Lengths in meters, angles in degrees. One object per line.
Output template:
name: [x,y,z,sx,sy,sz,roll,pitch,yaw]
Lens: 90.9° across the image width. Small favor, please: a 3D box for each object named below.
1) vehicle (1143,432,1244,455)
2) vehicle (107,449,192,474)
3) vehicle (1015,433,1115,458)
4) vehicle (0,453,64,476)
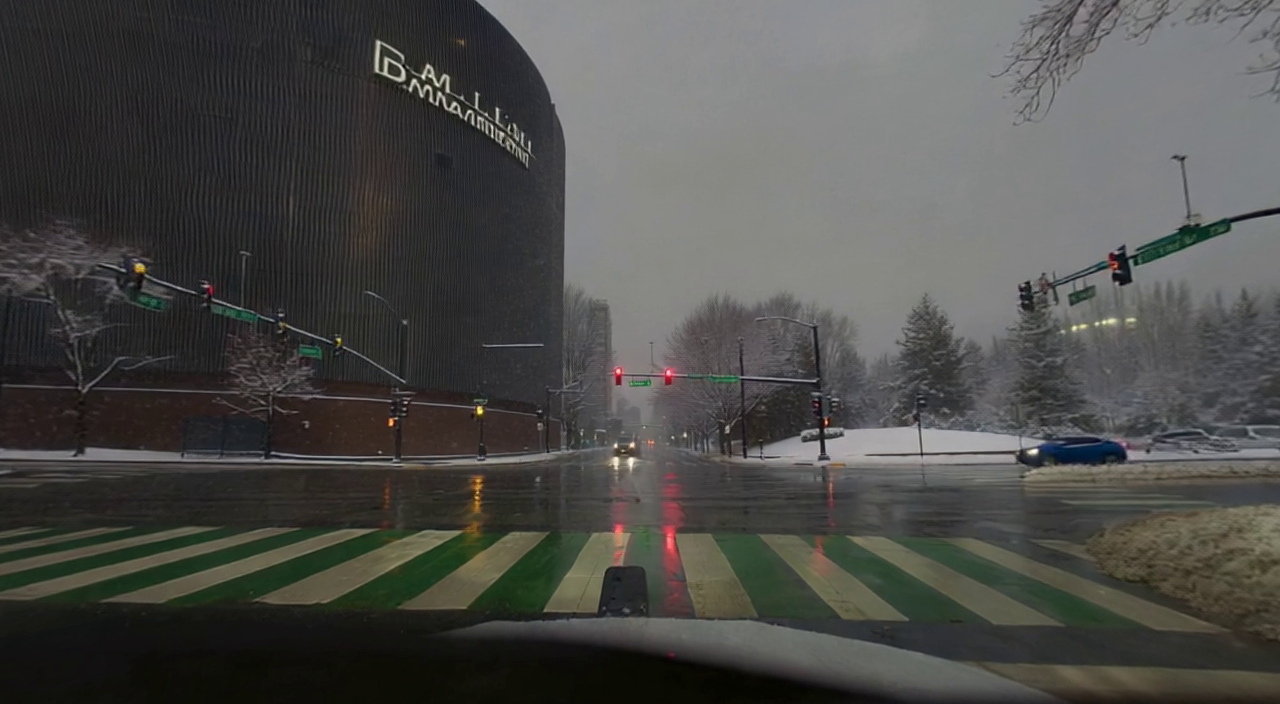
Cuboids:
vehicle: [36.152,6.022,41.259,4.767,1.456,1.858,0,-8,2]
vehicle: [-33.155,7.397,42.691,4.136,1.661,1.857,0,-8,1]
vehicle: [25.542,5.628,37.992,4.529,1.457,1.981,-1,-8,4]
vehicle: [-41.738,7.623,42.688,3.698,1.467,1.779,0,-8,1]
